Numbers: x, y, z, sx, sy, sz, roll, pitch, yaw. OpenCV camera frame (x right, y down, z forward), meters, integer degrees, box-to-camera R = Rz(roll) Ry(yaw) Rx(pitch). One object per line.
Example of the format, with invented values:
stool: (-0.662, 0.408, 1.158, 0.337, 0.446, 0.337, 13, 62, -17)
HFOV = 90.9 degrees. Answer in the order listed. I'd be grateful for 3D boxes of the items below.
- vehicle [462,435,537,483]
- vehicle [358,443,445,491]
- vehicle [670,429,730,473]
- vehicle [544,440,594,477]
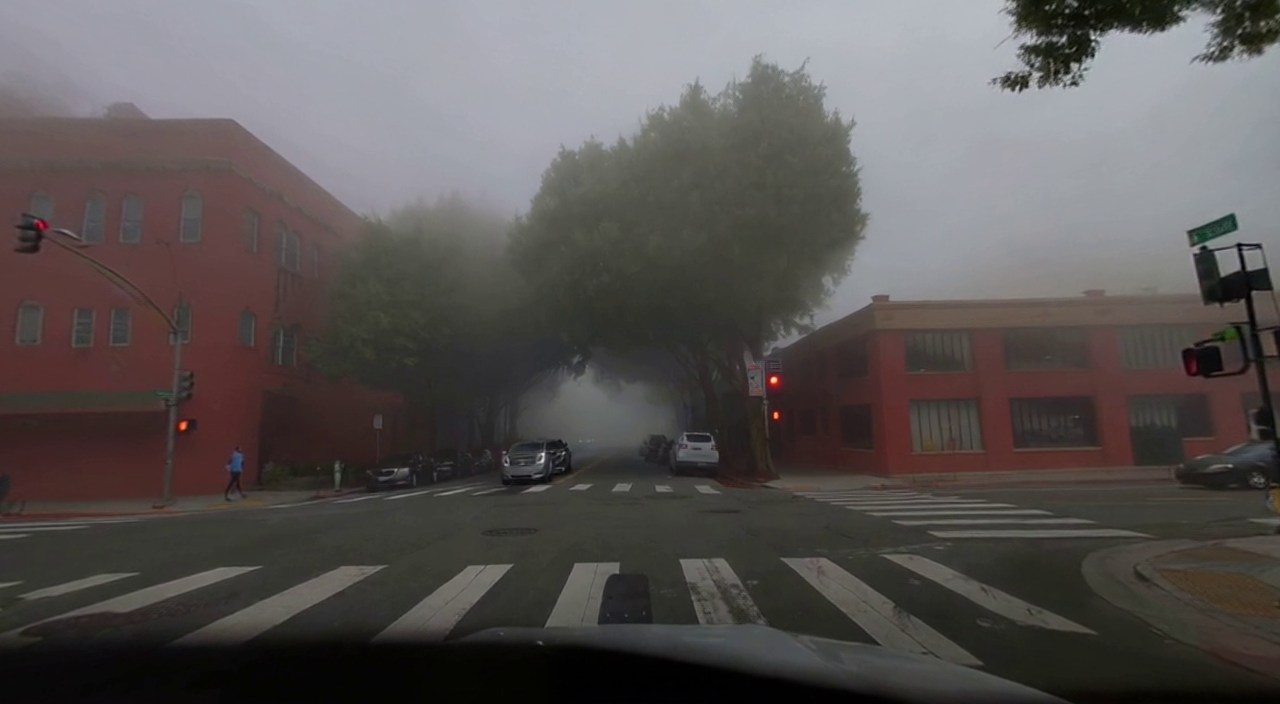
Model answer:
vehicle: (-5.975, 4.613, 27.461, 2.242, 1.887, 4.924, 0, -8, -2)
vehicle: (-9.907, 4.768, 26.600, 2.216, 1.804, 4.526, 1, -8, -5)
vehicle: (3.097, 5.326, 34.089, 2.557, 2.188, 5.164, 0, -8, -2)
vehicle: (-3.282, 4.976, 29.793, 2.033, 1.596, 4.142, 0, -8, -2)
